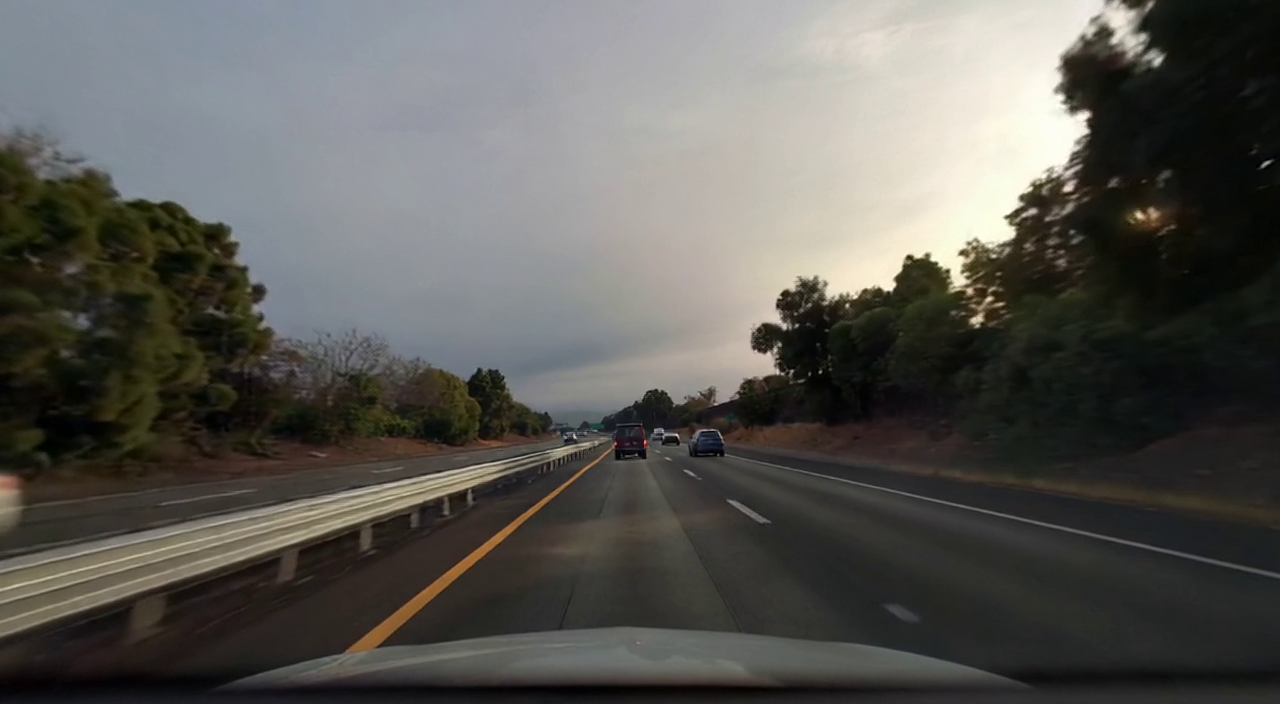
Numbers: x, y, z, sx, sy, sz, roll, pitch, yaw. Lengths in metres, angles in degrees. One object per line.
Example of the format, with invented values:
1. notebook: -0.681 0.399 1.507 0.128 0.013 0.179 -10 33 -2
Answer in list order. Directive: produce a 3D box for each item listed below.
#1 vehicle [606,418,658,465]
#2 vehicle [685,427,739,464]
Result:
1. vehicle: -0.434 4.230 29.944 2.270 2.044 4.633 0 -8 -2
2. vehicle: 3.346 4.421 30.011 1.981 1.606 3.956 0 -8 -2
